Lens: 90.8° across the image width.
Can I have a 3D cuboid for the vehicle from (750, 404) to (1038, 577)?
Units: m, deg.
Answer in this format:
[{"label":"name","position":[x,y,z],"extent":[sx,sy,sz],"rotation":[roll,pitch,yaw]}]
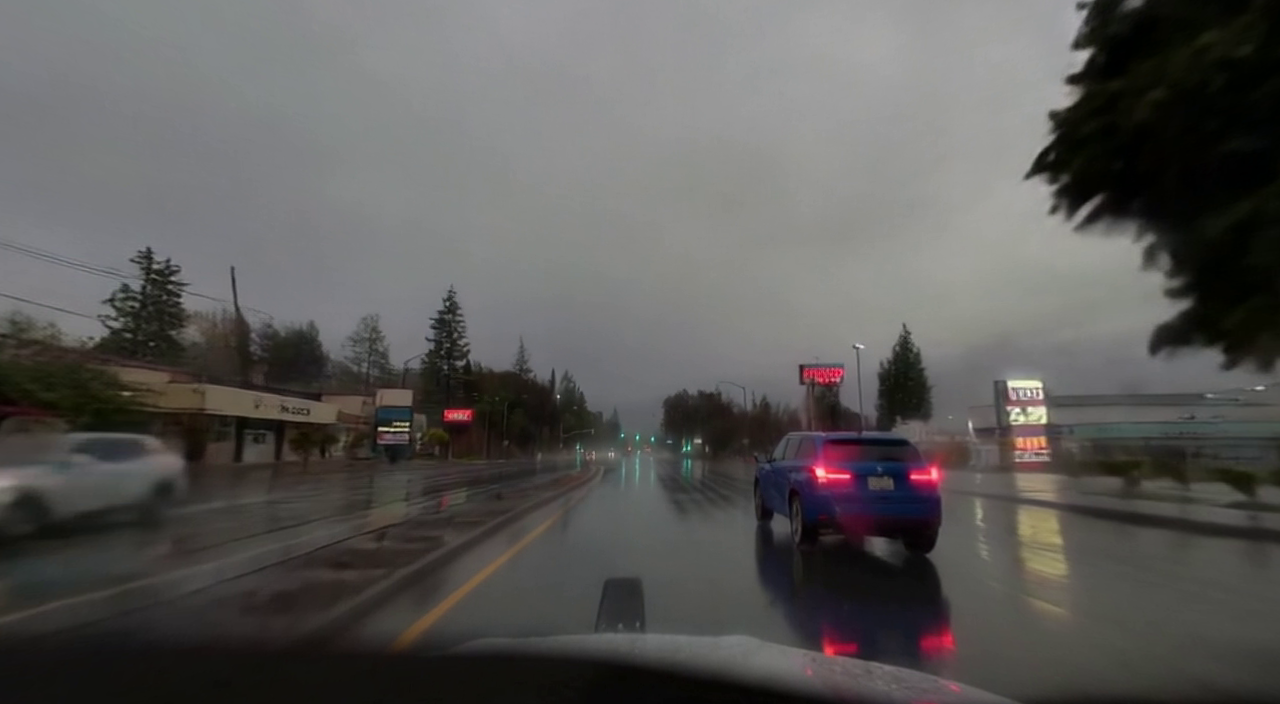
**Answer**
[{"label":"vehicle","position":[3.082,1.809,9.032],"extent":[2.130,1.790,4.615],"rotation":[1,-9,-1]}]
